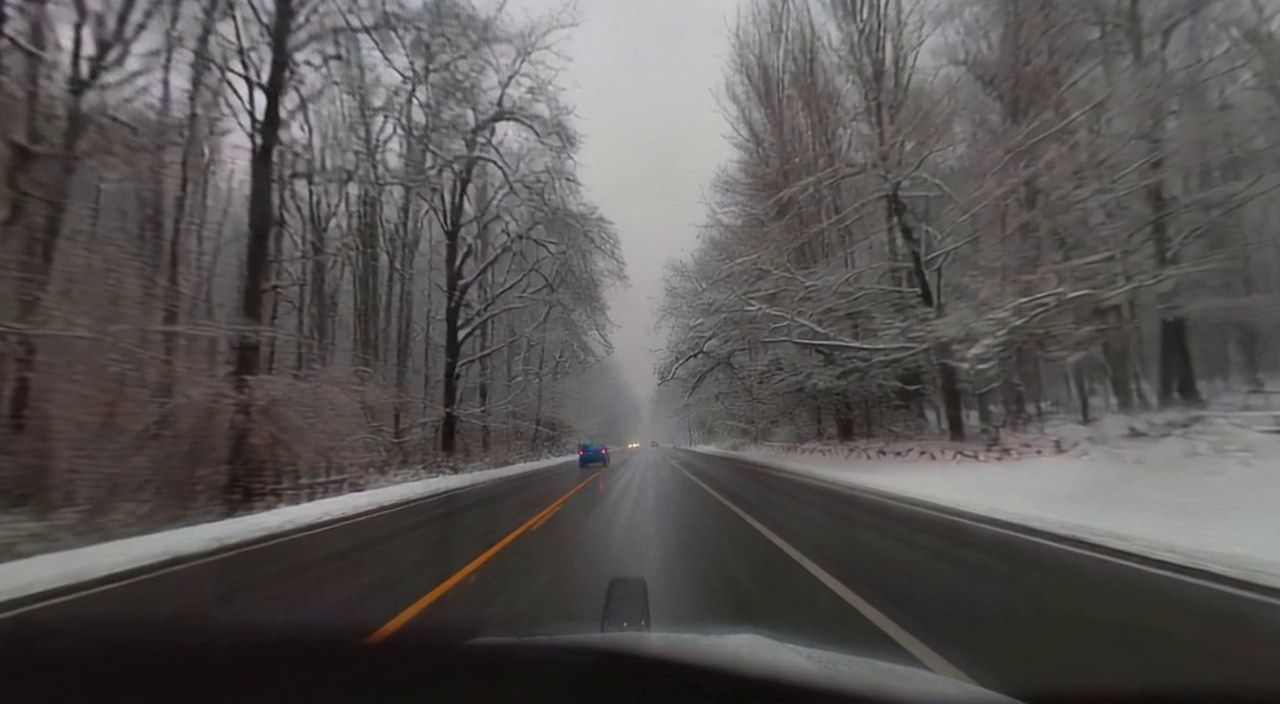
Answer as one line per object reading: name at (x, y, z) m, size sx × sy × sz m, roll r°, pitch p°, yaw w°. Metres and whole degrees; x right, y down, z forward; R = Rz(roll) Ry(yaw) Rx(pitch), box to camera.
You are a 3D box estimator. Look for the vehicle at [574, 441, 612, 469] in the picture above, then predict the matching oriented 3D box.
vehicle at (-2.711, 6.043, 37.081) m, size 1.902 × 1.505 × 4.016 m, roll 0°, pitch -8°, yaw 0°
